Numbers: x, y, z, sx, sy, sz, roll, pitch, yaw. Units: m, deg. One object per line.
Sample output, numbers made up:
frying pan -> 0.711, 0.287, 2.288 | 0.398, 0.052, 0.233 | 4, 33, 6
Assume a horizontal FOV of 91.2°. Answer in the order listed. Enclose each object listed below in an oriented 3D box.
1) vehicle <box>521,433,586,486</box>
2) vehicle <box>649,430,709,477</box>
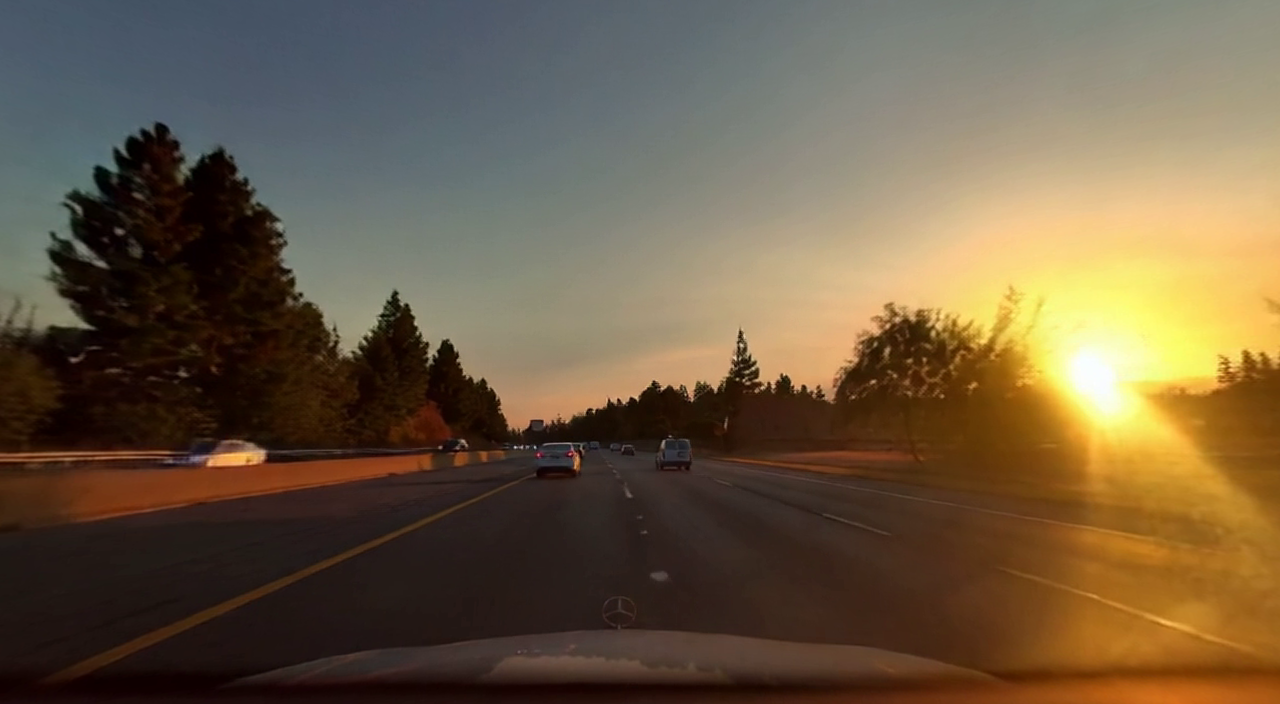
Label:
vehicle -> -3.042, 3.885, 22.910 | 1.963, 1.711, 4.284 | 0, -9, -3
vehicle -> 1.671, 4.599, 28.588 | 2.179, 1.930, 4.538 | 0, -9, -3
